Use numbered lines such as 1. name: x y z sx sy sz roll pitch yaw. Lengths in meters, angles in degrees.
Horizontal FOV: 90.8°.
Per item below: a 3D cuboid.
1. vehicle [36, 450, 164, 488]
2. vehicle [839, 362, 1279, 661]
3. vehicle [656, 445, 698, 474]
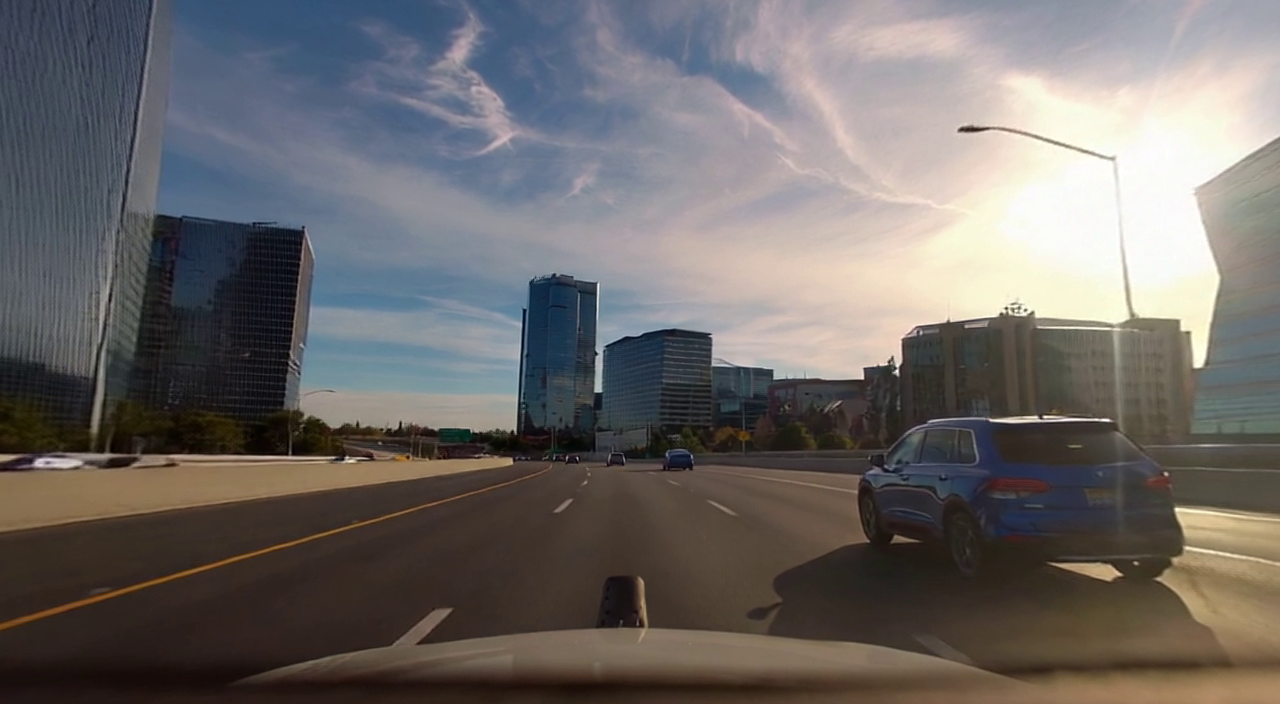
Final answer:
1. vehicle: -25.477 5.488 30.084 1.984 1.647 4.811 0 -9 -2
2. vehicle: 3.792 1.305 6.163 2.182 1.826 4.392 0 -9 -1
3. vehicle: 2.376 7.078 41.928 2.110 1.780 4.682 0 -9 -5
